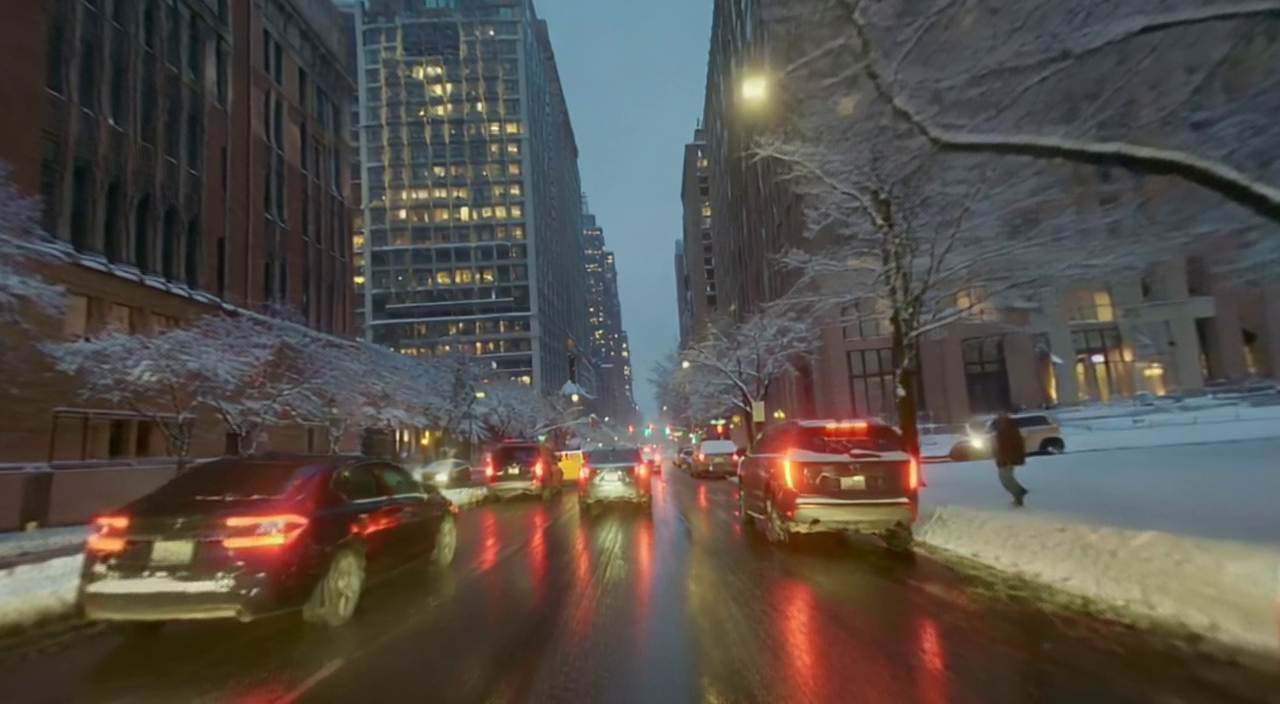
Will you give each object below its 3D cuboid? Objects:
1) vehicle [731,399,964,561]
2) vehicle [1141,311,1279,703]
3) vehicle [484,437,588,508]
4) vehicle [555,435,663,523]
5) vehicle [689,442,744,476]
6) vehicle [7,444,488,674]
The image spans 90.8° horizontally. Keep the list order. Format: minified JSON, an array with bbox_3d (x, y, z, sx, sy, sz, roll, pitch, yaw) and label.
[{"bbox_3d":[2.866,1.920,10.185,2.352,1.953,4.798,-1,-8,4],"label":"vehicle"},{"bbox_3d":[3.187,0.473,0.431,1.971,1.749,4.564,0,-8,1],"label":"vehicle"},{"bbox_3d":[-2.905,3.486,18.798,2.000,1.818,4.668,-1,-8,4],"label":"vehicle"},{"bbox_3d":[-0.530,2.736,14.153,2.076,1.667,3.948,-1,-8,2],"label":"vehicle"},{"bbox_3d":[3.533,4.984,29.863,2.065,1.461,4.181,0,-8,0],"label":"vehicle"},{"bbox_3d":[-3.139,1.688,6.414,1.940,1.481,4.376,-1,-8,2],"label":"vehicle"}]
